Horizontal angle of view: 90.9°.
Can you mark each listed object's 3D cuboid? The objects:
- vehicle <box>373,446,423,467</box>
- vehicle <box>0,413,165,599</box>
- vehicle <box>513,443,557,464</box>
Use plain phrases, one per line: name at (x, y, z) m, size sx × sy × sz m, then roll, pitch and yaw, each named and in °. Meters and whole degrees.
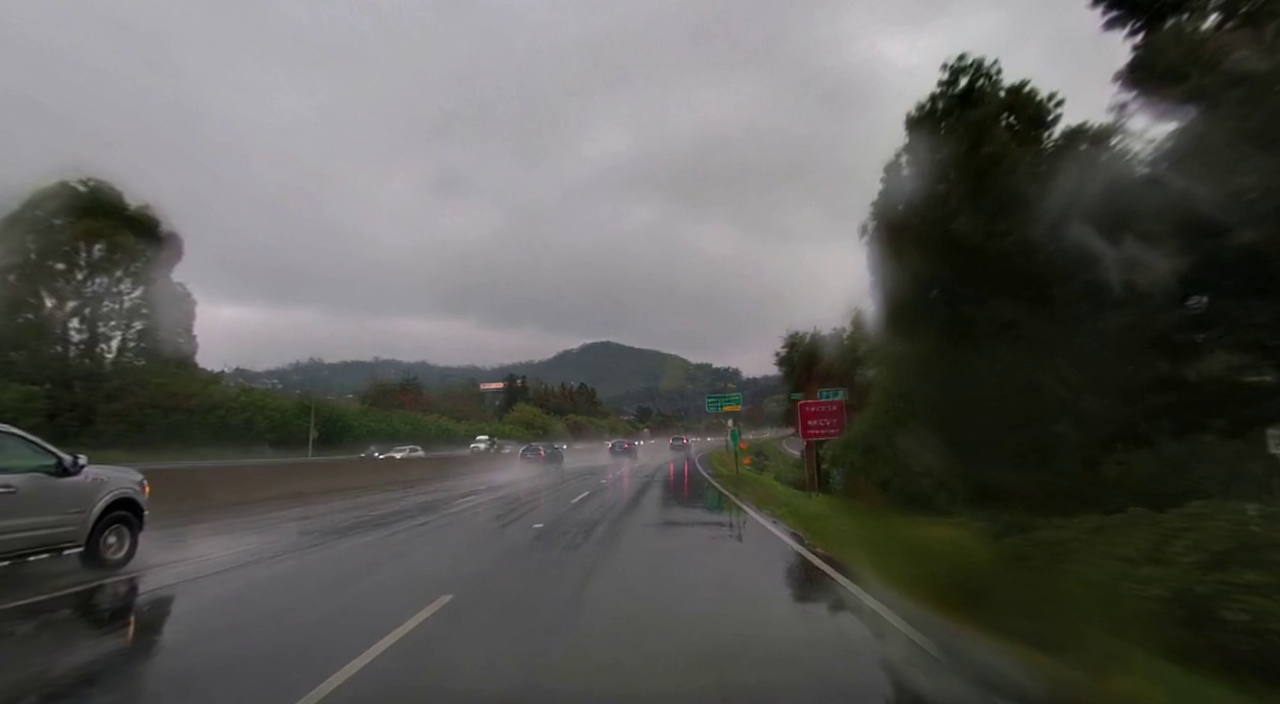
vehicle at (-18.117, 7.819, 47.321) m, size 1.811 × 1.438 × 4.073 m, roll -1°, pitch -8°, yaw 5°
vehicle at (-6.643, 1.285, 4.993) m, size 1.923 × 1.630 × 4.857 m, roll 0°, pitch -8°, yaw 1°
vehicle at (-7.826, 7.638, 47.478) m, size 2.038 × 1.494 × 4.729 m, roll -1°, pitch -8°, yaw 5°
